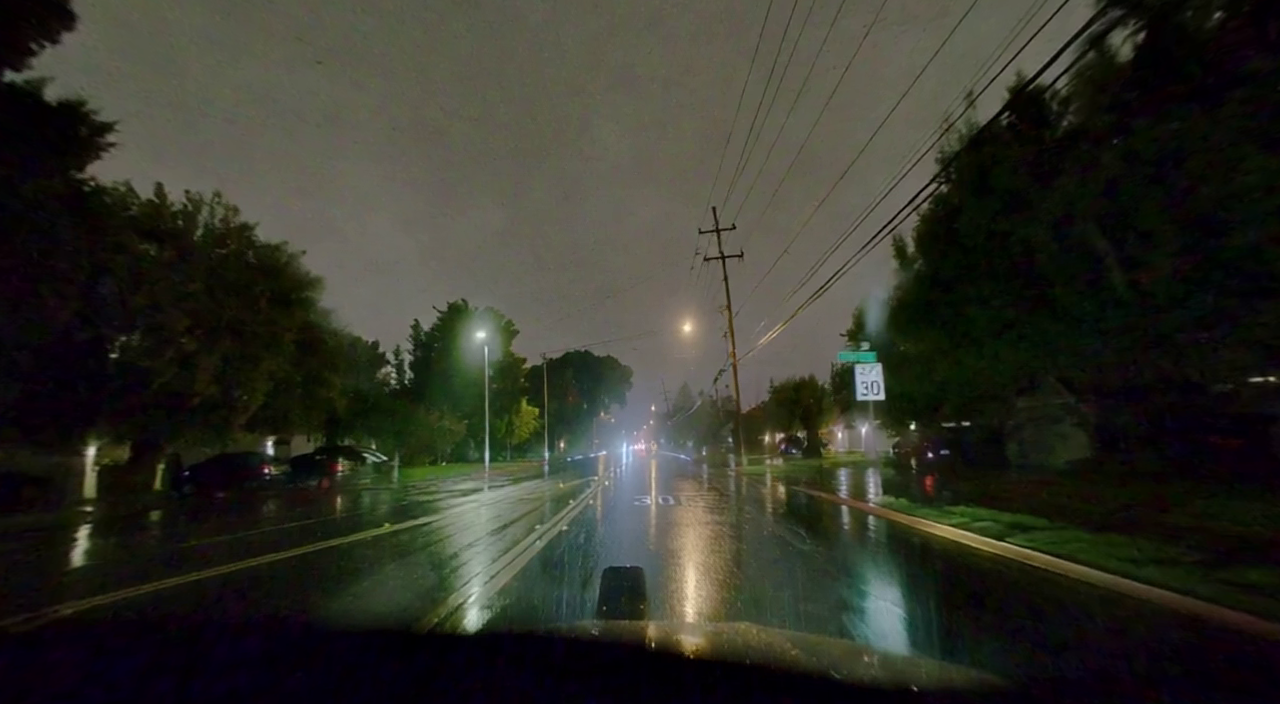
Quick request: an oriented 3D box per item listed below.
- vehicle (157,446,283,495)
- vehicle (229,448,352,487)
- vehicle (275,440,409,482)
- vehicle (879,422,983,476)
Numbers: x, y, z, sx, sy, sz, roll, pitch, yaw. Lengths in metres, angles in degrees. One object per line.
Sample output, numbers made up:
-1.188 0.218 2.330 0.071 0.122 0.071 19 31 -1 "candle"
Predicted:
-15.839 4.377 23.775 4.191 1.594 2.309 -5 -9 31 "vehicle"
-14.848 4.884 26.854 4.195 1.497 2.291 -3 -10 20 "vehicle"
-13.939 5.056 29.597 5.038 1.774 2.764 -2 -8 18 "vehicle"
11.653 3.947 25.697 1.965 1.680 5.338 -9 -9 5 "vehicle"
